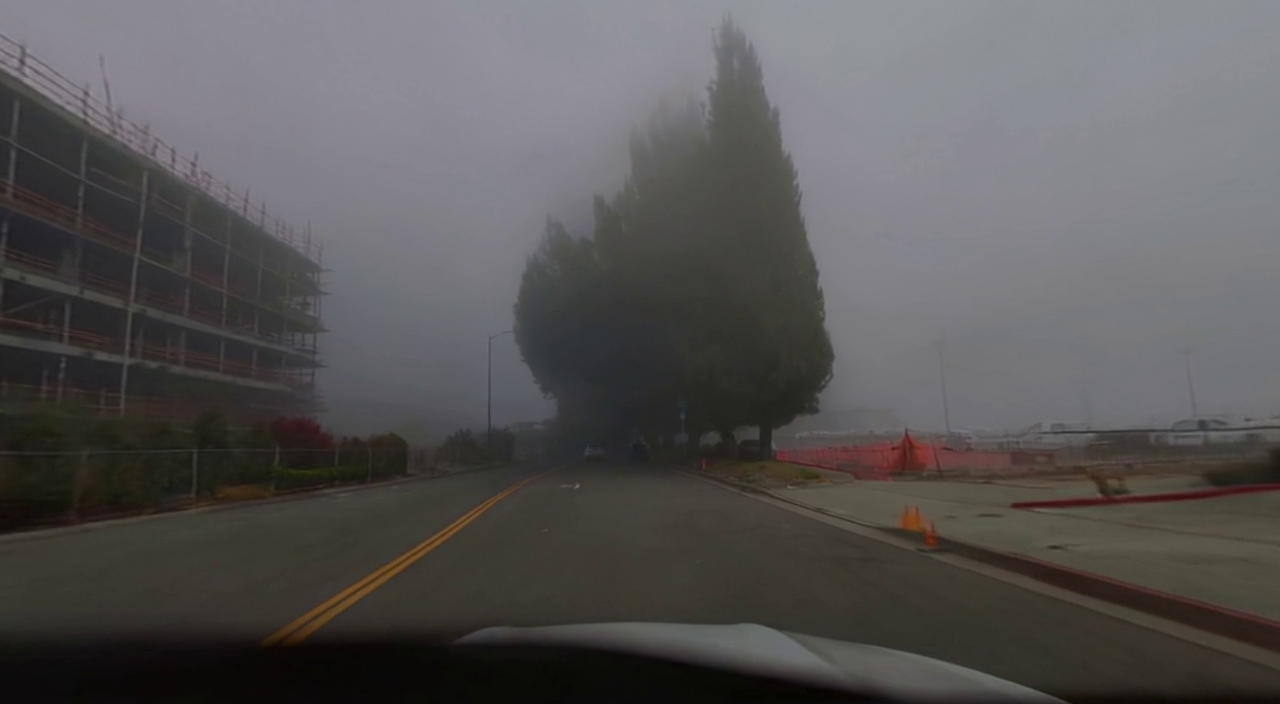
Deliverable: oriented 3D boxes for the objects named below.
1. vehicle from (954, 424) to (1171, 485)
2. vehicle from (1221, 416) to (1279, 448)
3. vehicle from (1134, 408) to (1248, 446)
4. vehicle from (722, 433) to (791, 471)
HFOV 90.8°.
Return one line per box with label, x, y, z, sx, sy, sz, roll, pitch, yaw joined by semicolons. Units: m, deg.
vehicle;11.014;2.708;16.682;4.392;1.478;1.932;1;-9;-4
vehicle;32.683;4.094;32.469;1.827;1.478;3.773;0;-5;-7
vehicle;29.815;4.141;34.372;1.923;1.823;4.343;-1;-9;-6
vehicle;6.285;5.487;34.936;2.267;1.911;5.816;1;-8;-4
